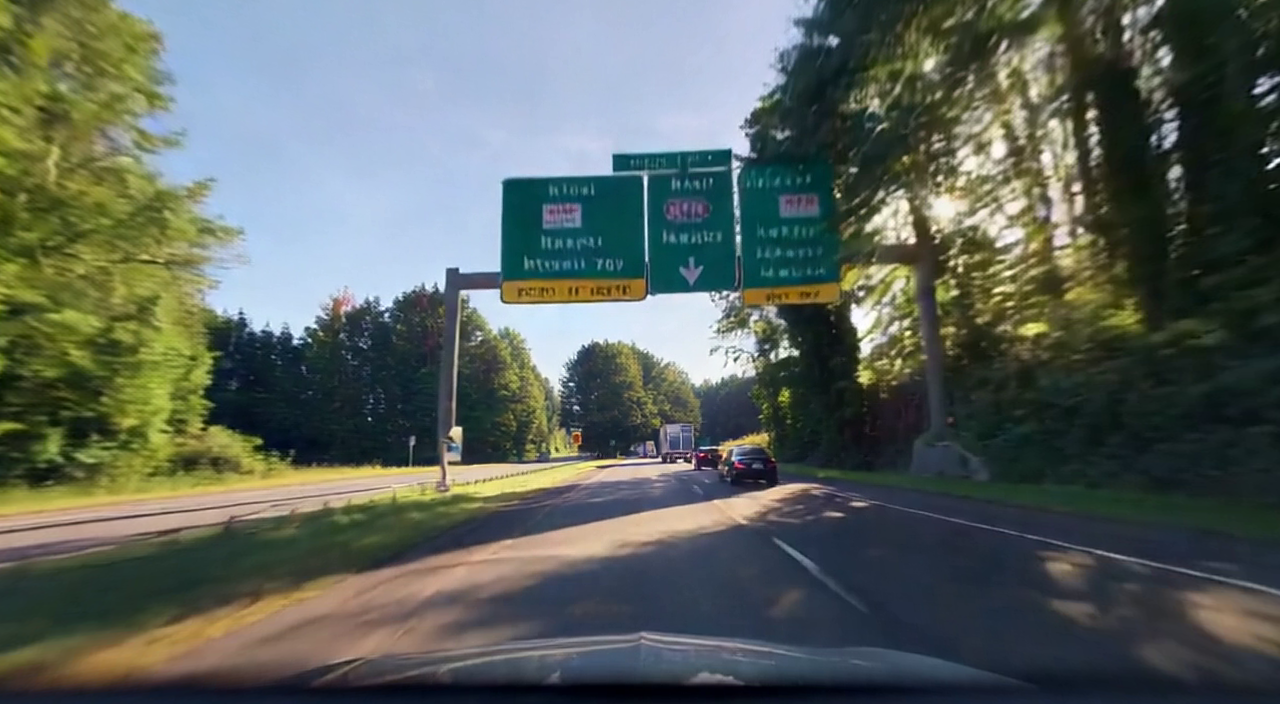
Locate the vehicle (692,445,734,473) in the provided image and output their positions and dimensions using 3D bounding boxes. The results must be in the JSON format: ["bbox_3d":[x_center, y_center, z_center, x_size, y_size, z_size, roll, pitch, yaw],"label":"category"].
[{"bbox_3d":[4.736,7.022,41.468,2.118,1.688,4.715,0,-9,-1],"label":"vehicle"}]

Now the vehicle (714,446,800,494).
[{"bbox_3d":[3.961,4.076,22.177,2.031,1.491,4.883,0,-9,-1],"label":"vehicle"}]
